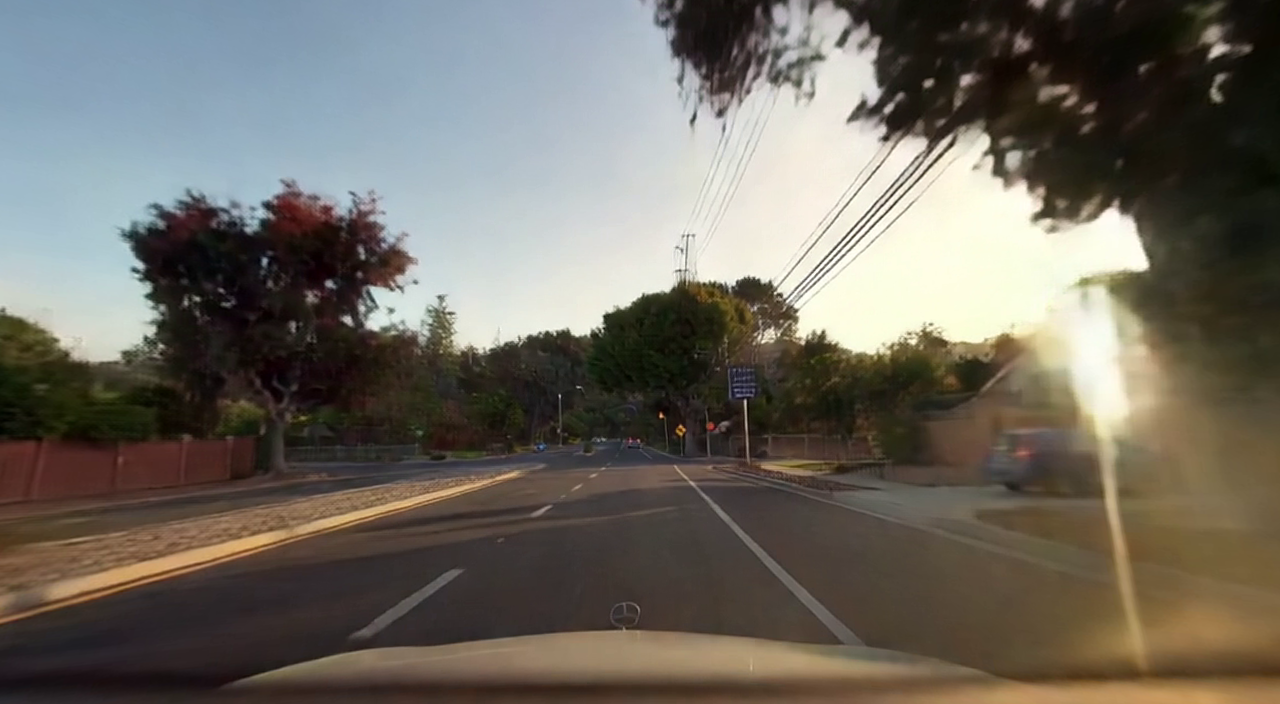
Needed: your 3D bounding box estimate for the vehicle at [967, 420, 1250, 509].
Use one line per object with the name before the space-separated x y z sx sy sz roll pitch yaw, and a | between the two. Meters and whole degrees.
vehicle | 9.586 2.310 13.201 4.387 1.680 1.958 0 -8 -4
